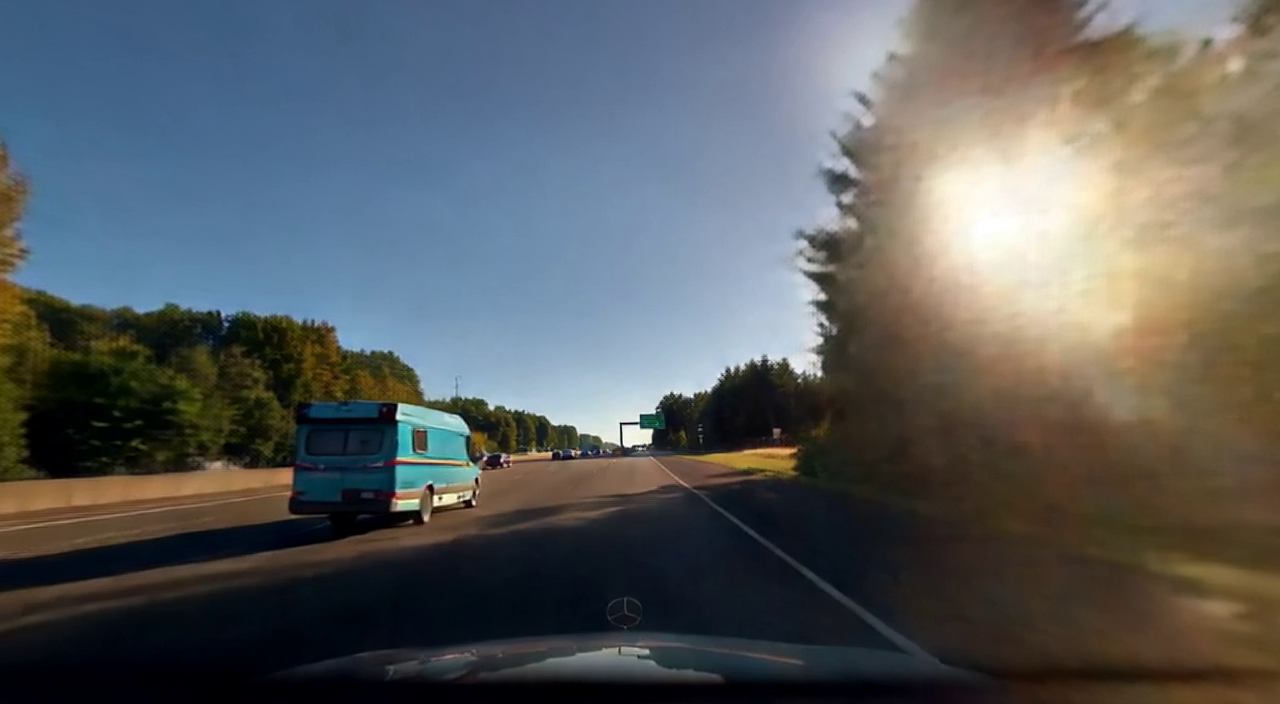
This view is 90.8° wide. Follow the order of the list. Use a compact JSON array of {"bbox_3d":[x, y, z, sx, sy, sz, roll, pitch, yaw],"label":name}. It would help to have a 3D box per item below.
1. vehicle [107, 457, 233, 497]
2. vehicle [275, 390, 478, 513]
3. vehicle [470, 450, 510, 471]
[{"bbox_3d":[-19.673,5.233,26.722,1.850,1.450,4.544,0,-8,0],"label":"vehicle"},{"bbox_3d":[-7.320,2.946,18.988,2.747,2.934,7.411,0,-8,1],"label":"vehicle"},{"bbox_3d":[-11.443,8.249,48.313,1.981,1.503,4.207,0,-8,0],"label":"vehicle"}]
